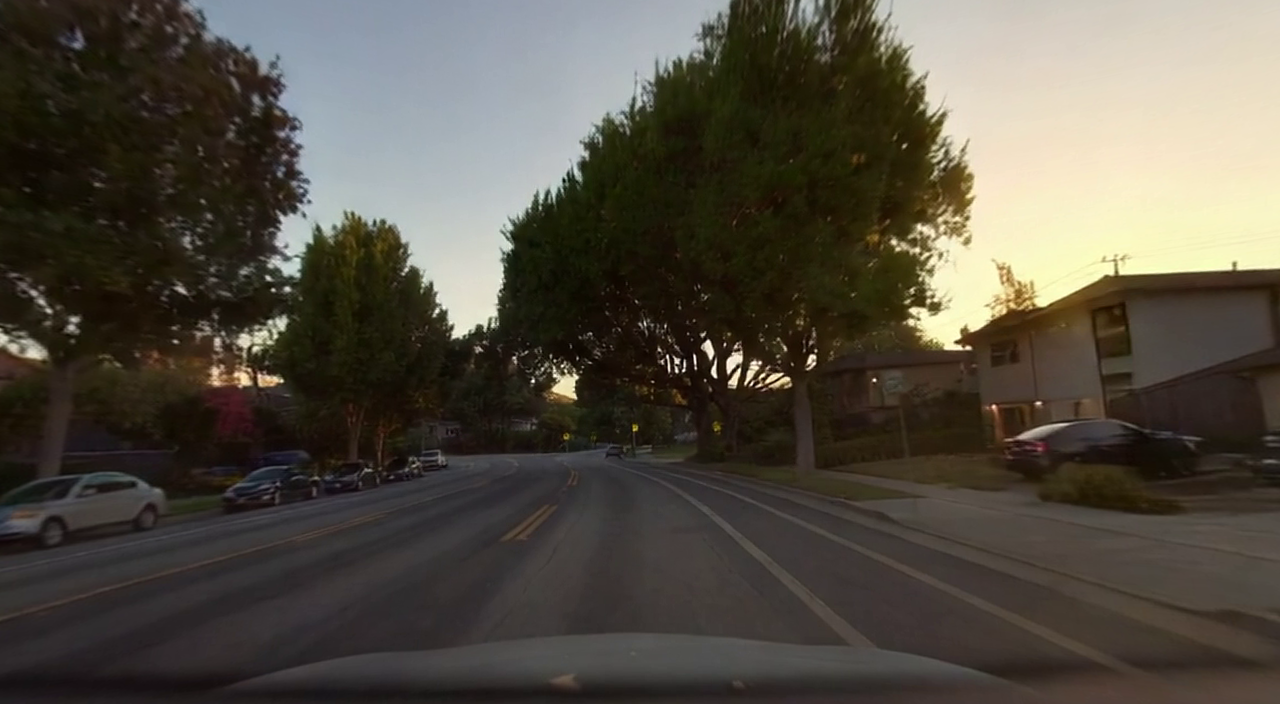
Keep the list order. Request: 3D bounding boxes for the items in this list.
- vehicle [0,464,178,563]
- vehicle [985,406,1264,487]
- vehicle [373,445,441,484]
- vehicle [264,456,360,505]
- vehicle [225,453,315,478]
[{"bbox_3d":[-11.165,3.015,12.337,1.586,1.433,3.485,1,-8,1],"label":"vehicle"},{"bbox_3d":[11.075,2.201,14.762,4.760,1.738,2.052,0,-9,0],"label":"vehicle"},{"bbox_3d":[-12.810,6.157,35.123,2.190,1.789,5.477,-4,-7,-6],"label":"vehicle"},{"bbox_3d":[-11.834,4.619,23.089,1.750,1.471,3.960,2,-8,-7],"label":"vehicle"},{"bbox_3d":[-23.014,7.081,39.428,4.435,1.472,1.870,0,-9,0],"label":"vehicle"}]
